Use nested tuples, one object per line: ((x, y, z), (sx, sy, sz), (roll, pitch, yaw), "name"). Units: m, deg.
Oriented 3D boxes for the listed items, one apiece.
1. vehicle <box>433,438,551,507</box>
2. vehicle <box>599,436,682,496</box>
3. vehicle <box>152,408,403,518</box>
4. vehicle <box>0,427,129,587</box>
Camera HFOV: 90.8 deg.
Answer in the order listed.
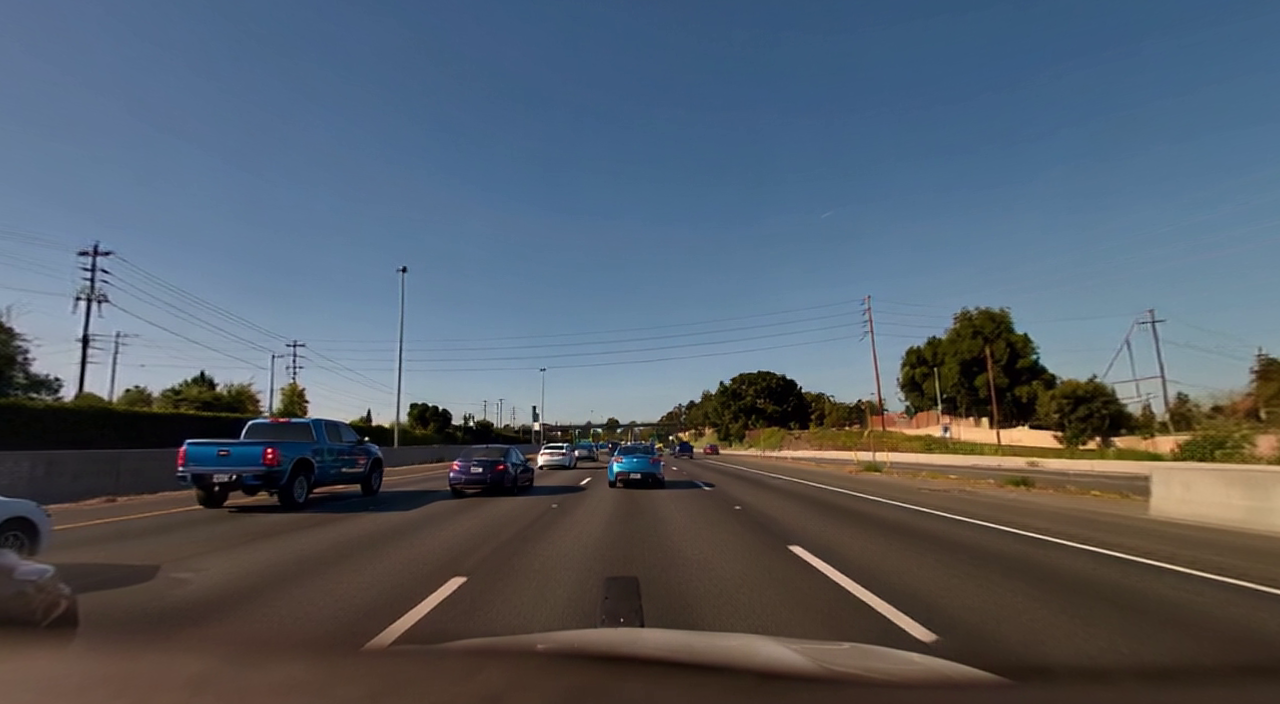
((-3.442, 2.869, 15.539), (1.899, 1.437, 4.131), (0, -8, 0), "vehicle")
((-0.021, 3.214, 18.274), (2.102, 1.499, 4.439), (0, -8, -1), "vehicle")
((-7.512, 2.388, 14.100), (2.194, 1.922, 5.637), (0, -8, 1), "vehicle")
((-6.876, 1.297, 4.881), (1.900, 1.461, 4.706), (0, -8, 0), "vehicle")
